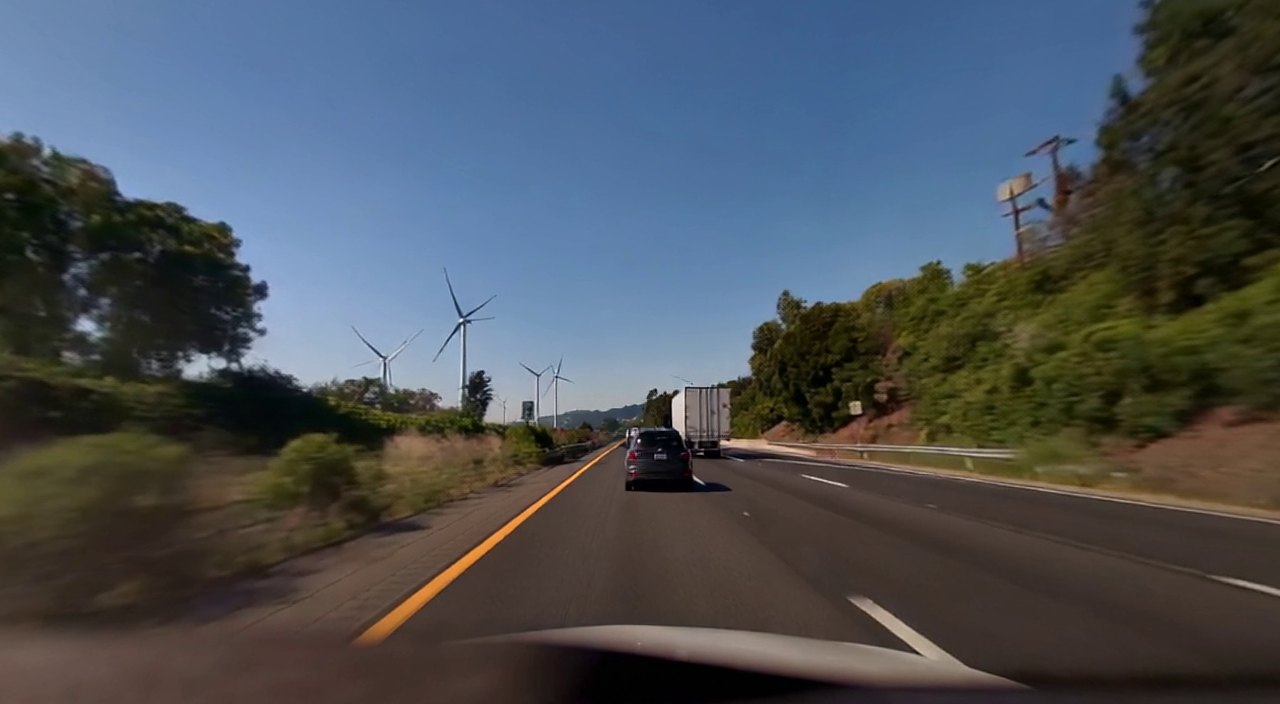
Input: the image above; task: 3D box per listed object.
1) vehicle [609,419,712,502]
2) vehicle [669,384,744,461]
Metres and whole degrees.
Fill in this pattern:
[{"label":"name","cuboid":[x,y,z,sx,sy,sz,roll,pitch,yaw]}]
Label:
[{"label":"vehicle","cuboid":[0.320,2.445,14.664,2.038,1.624,4.312,0,-8,-2]},{"label":"vehicle","cuboid":[3.911,4.770,41.292,3.129,4.126,14.913,0,-8,-1]}]
